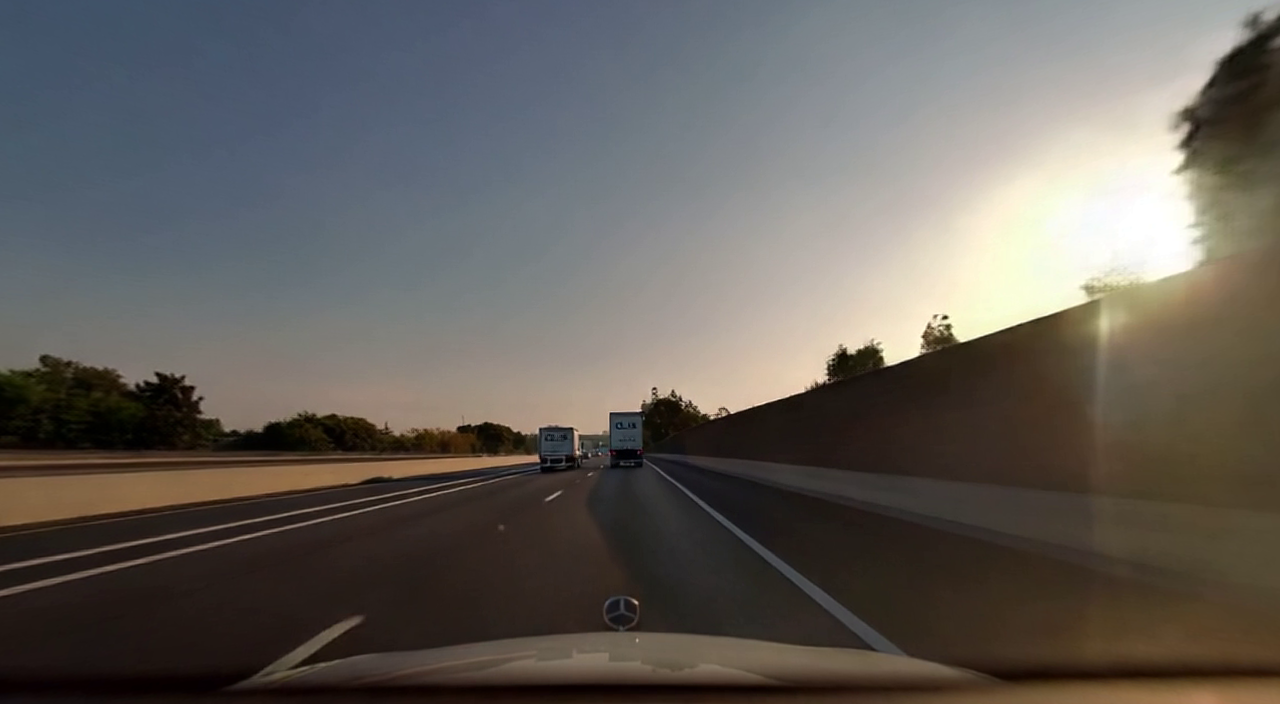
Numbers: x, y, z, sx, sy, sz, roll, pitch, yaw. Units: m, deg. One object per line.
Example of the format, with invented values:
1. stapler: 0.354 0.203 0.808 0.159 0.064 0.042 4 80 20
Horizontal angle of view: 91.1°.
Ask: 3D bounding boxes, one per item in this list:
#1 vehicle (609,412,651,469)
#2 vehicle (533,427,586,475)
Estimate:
1. vehicle: -0.803 7.011 49.200 2.923 4.007 9.760 0 -9 -1
2. vehicle: -4.793 6.028 38.344 2.529 2.697 5.935 0 -9 -1
